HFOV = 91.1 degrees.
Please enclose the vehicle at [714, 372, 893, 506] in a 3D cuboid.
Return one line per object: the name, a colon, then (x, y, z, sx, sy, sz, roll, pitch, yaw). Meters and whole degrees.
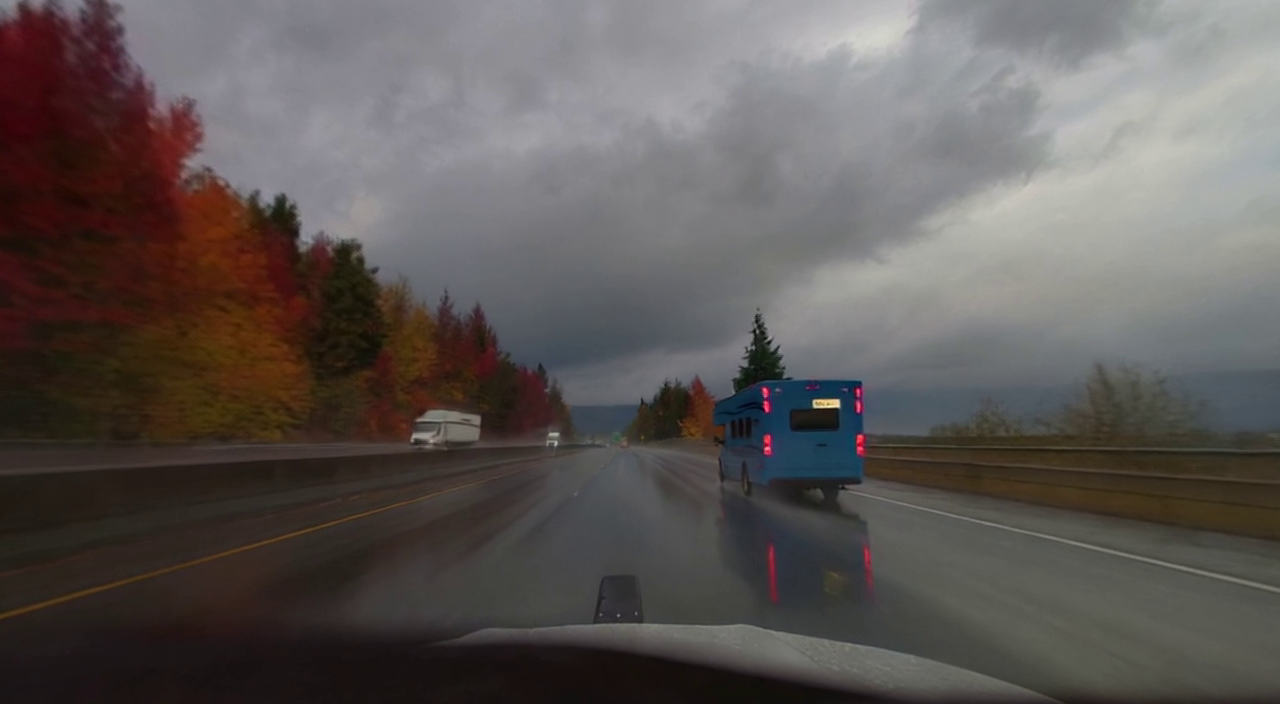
vehicle: (3.940, 2.341, 17.178, 2.815, 2.876, 7.101, 0, -8, -1)
